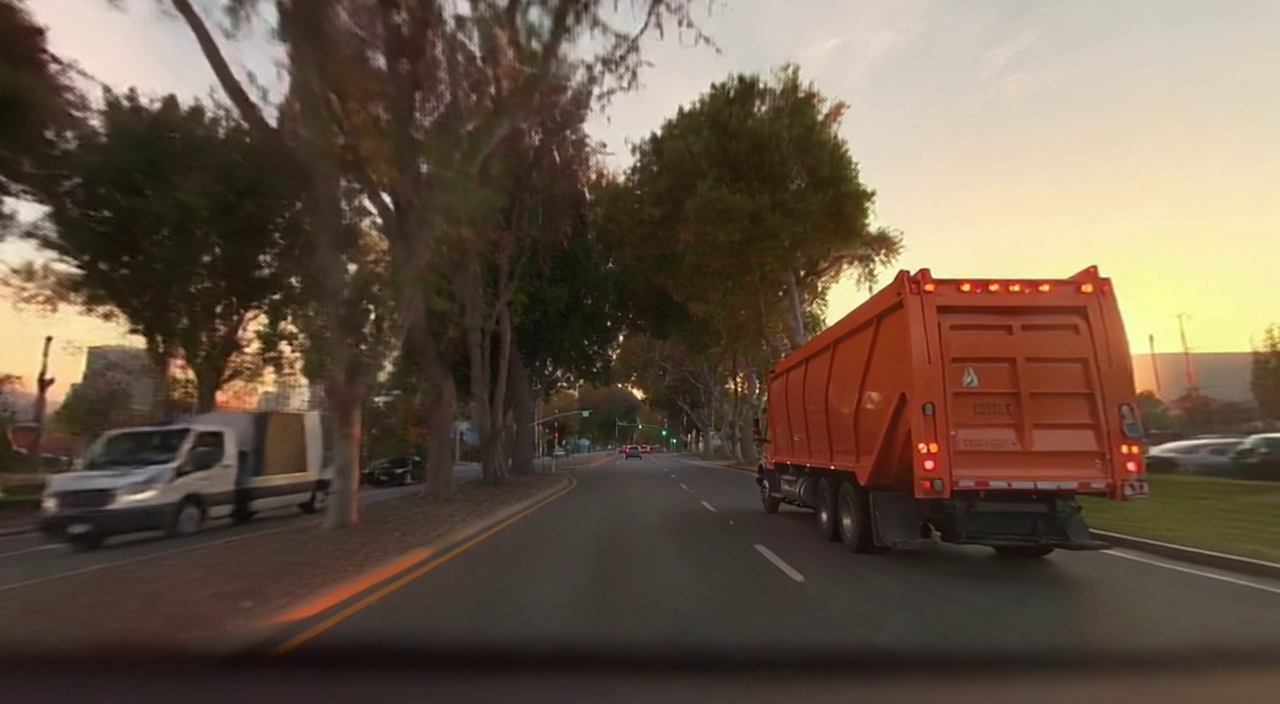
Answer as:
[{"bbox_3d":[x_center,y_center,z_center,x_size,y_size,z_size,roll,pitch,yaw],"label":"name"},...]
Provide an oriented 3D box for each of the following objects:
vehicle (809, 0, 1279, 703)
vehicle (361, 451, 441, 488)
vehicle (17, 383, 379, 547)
[{"bbox_3d":[3.976,0.243,4.187,2.731,3.407,10.262,0,-9,-1],"label":"vehicle"},{"bbox_3d":[-13.830,6.791,37.022,2.290,1.943,5.833,-1,-9,1],"label":"vehicle"},{"bbox_3d":[-10.258,2.829,16.649,3.257,3.085,9.164,0,-9,-3],"label":"vehicle"}]
